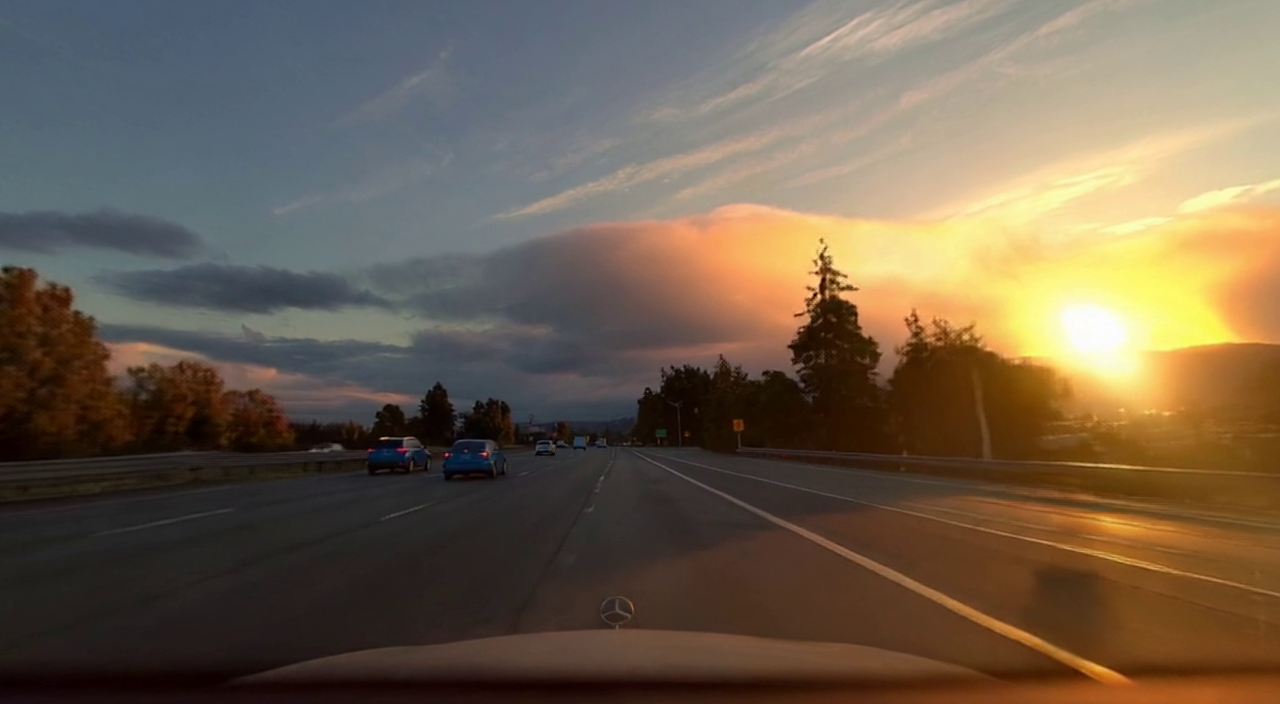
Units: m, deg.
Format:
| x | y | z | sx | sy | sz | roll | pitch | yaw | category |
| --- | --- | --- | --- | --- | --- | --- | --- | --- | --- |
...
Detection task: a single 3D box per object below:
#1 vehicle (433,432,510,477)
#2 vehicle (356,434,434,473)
| x | y | z | sx | sy | sz | roll | pitch | yaw | category |
| --- | --- | --- | --- | --- | --- | --- | --- | --- | --- |
| -7.132 | 4.390 | 27.260 | 2.146 | 1.766 | 4.502 | 0 | -9 | -1 | vehicle |
| -11.475 | 4.795 | 29.920 | 2.016 | 1.711 | 4.365 | 0 | -9 | -1 | vehicle |
